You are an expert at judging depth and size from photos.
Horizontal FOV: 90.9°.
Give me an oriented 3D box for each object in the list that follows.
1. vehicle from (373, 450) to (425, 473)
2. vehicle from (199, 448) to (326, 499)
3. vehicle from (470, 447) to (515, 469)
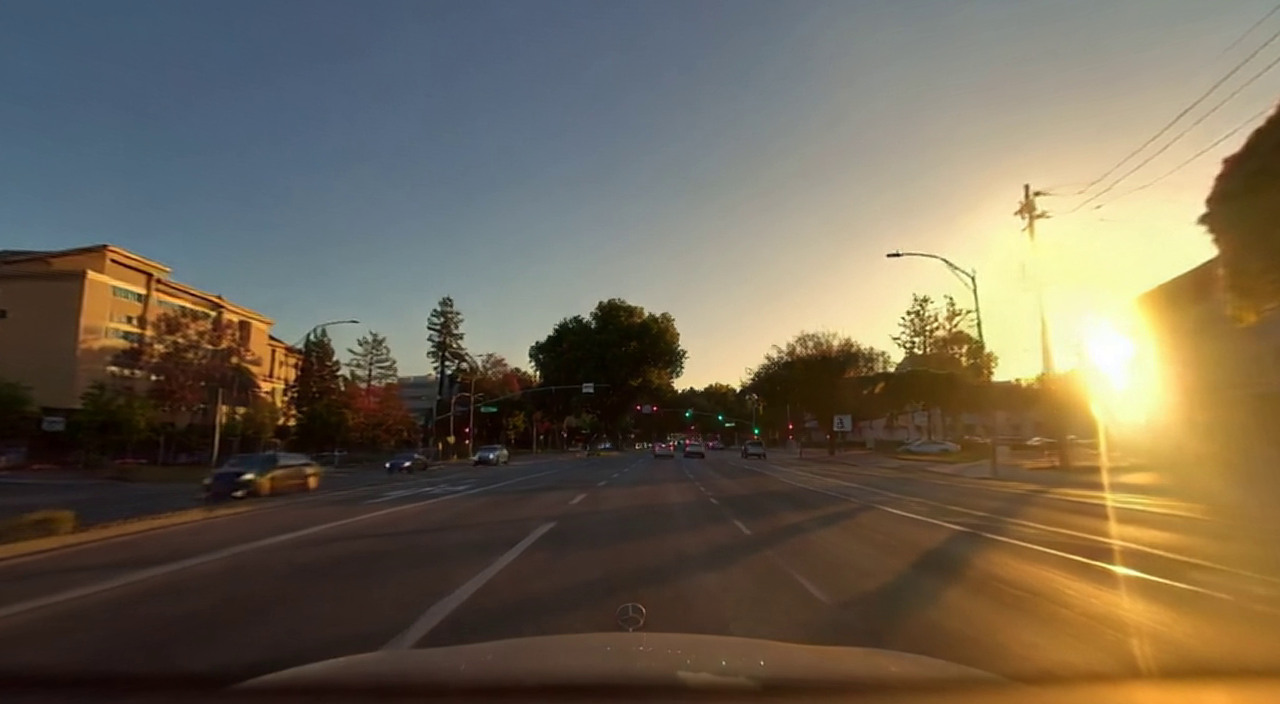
[{"bbox_3d":[-17.554,7.991,46.181,1.939,1.500,4.547,-1,-9,1],"label":"vehicle"},{"bbox_3d":[-13.943,4.461,23.683,1.940,1.690,4.447,0,-9,1],"label":"vehicle"},{"bbox_3d":[-10.442,7.515,44.987,1.943,1.463,4.707,-1,-9,2],"label":"vehicle"}]
